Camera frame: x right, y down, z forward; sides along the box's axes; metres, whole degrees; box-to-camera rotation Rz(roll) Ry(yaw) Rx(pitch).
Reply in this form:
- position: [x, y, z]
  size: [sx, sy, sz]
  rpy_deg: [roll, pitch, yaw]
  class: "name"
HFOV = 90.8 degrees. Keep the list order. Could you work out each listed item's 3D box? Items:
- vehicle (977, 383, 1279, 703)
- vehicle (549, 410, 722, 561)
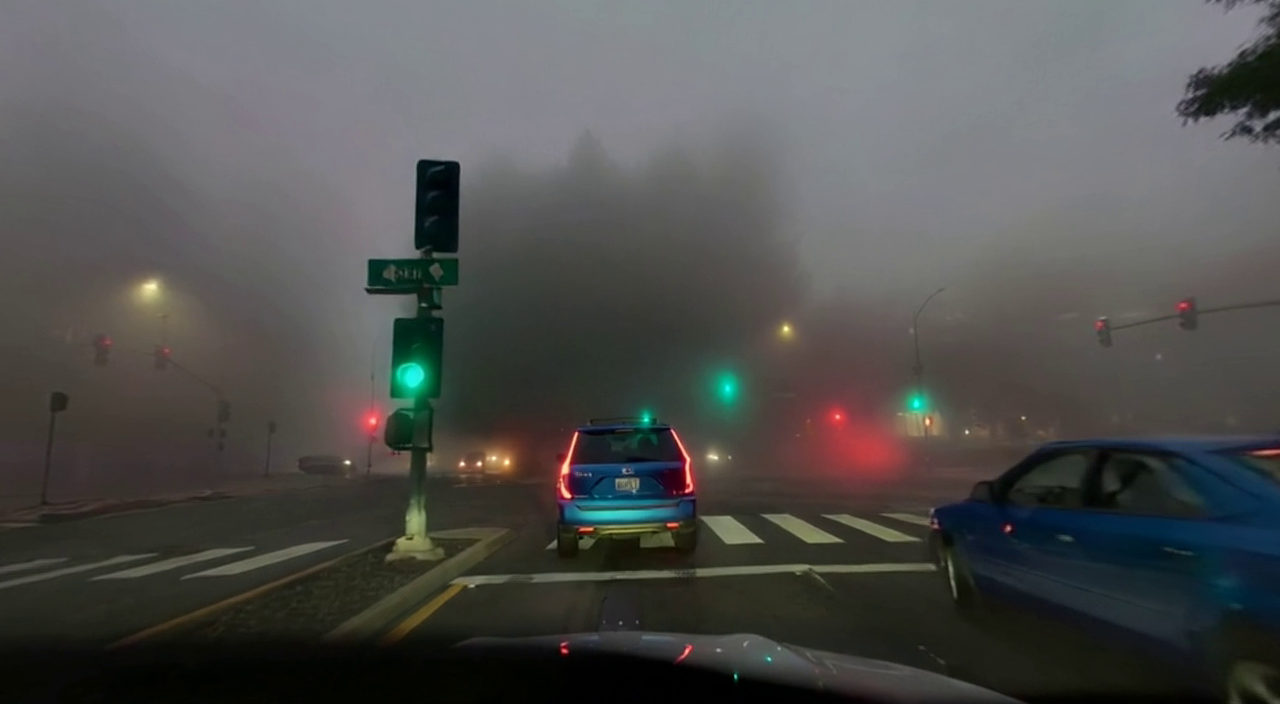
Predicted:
- position: [3.580, 0.916, 2.583]
  size: [1.899, 1.572, 4.425]
  rpy_deg: [0, -8, -1]
  class: "vehicle"
- position: [-0.163, 1.905, 9.729]
  size: [2.085, 1.807, 4.038]
  rpy_deg: [0, -8, -3]
  class: "vehicle"
